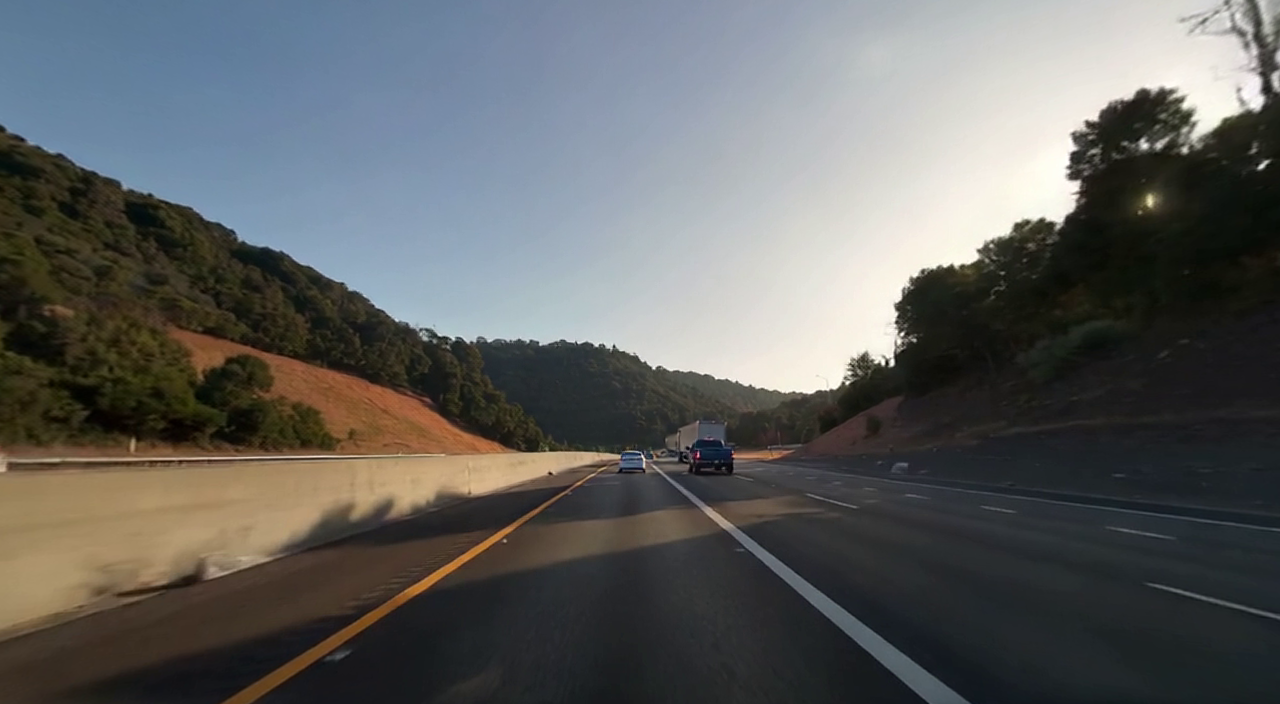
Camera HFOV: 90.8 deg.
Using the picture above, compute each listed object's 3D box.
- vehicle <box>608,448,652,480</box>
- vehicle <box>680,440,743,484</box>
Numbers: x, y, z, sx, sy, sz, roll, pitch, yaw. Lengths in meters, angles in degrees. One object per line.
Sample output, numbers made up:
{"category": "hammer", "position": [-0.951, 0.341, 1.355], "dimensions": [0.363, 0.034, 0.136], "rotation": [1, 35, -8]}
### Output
{"category": "vehicle", "position": [-0.499, 5.512, 31.405], "dimensions": [2.083, 1.477, 3.965], "rotation": [0, -9, -1]}
{"category": "vehicle", "position": [3.096, 4.887, 28.369], "dimensions": [2.098, 1.794, 4.561], "rotation": [0, -9, -2]}
